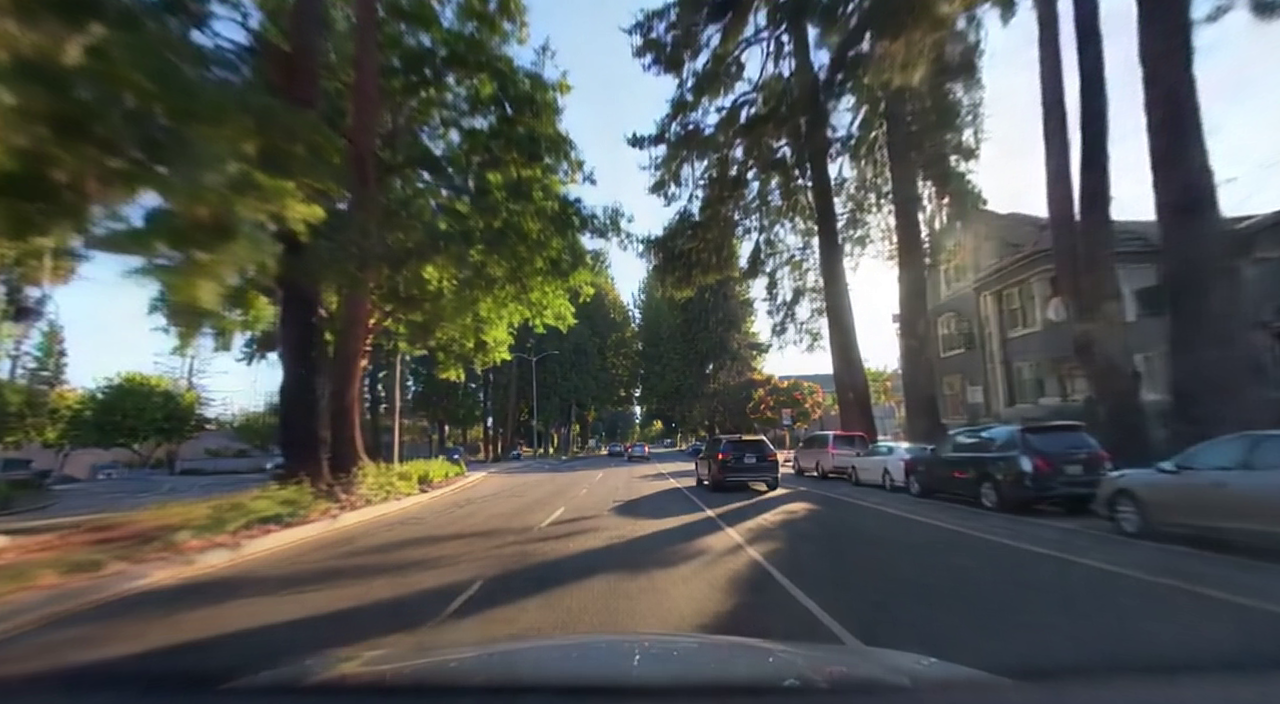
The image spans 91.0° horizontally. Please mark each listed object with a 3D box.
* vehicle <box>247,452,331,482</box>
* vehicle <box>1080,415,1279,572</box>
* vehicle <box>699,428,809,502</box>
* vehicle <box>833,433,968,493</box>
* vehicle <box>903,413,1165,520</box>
[{"bbox_3d":[-18.274,5.971,33.017,1.836,1.454,4.507,0,-9,0],"label":"vehicle"},{"bbox_3d":[7.472,1.458,6.539,2.068,1.558,5.058,0,-9,-1],"label":"vehicle"},{"bbox_3d":[2.805,2.897,16.432,2.022,1.656,4.025,0,-9,-1],"label":"vehicle"},{"bbox_3d":[7.523,3.254,18.727,1.886,1.534,4.464,0,-9,-3],"label":"vehicle"},{"bbox_3d":[7.680,2.304,13.108,2.174,1.788,4.954,0,-9,-1],"label":"vehicle"}]
